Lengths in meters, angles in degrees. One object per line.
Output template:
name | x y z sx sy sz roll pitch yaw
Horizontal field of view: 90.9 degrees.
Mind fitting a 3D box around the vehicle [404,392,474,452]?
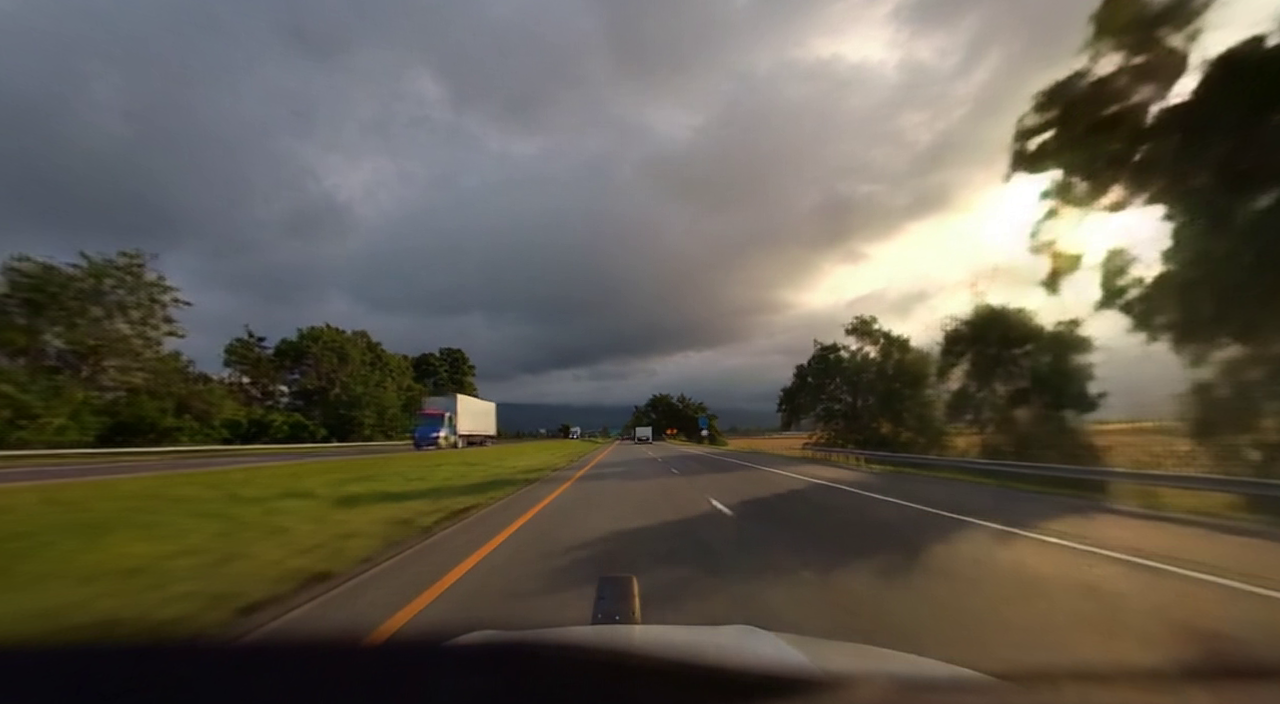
vehicle | -13.643 4.869 43.405 2.994 3.854 5.842 0 -8 -2
